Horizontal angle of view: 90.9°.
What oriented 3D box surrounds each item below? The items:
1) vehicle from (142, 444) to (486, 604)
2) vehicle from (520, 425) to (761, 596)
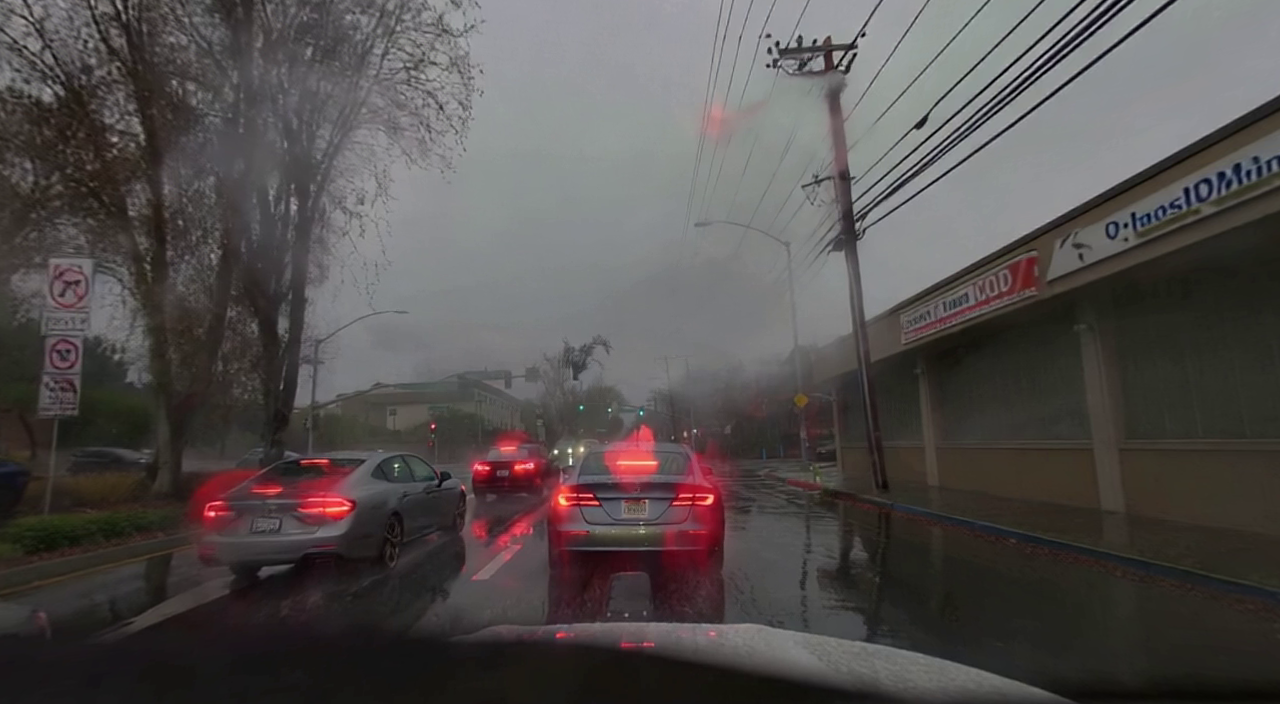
[{"bbox_3d":[-3.233,1.745,7.332,1.765,1.319,4.013,0,-9,2],"label":"vehicle"},{"bbox_3d":[-0.010,1.687,7.553,2.101,1.469,3.955,0,-9,0],"label":"vehicle"}]
